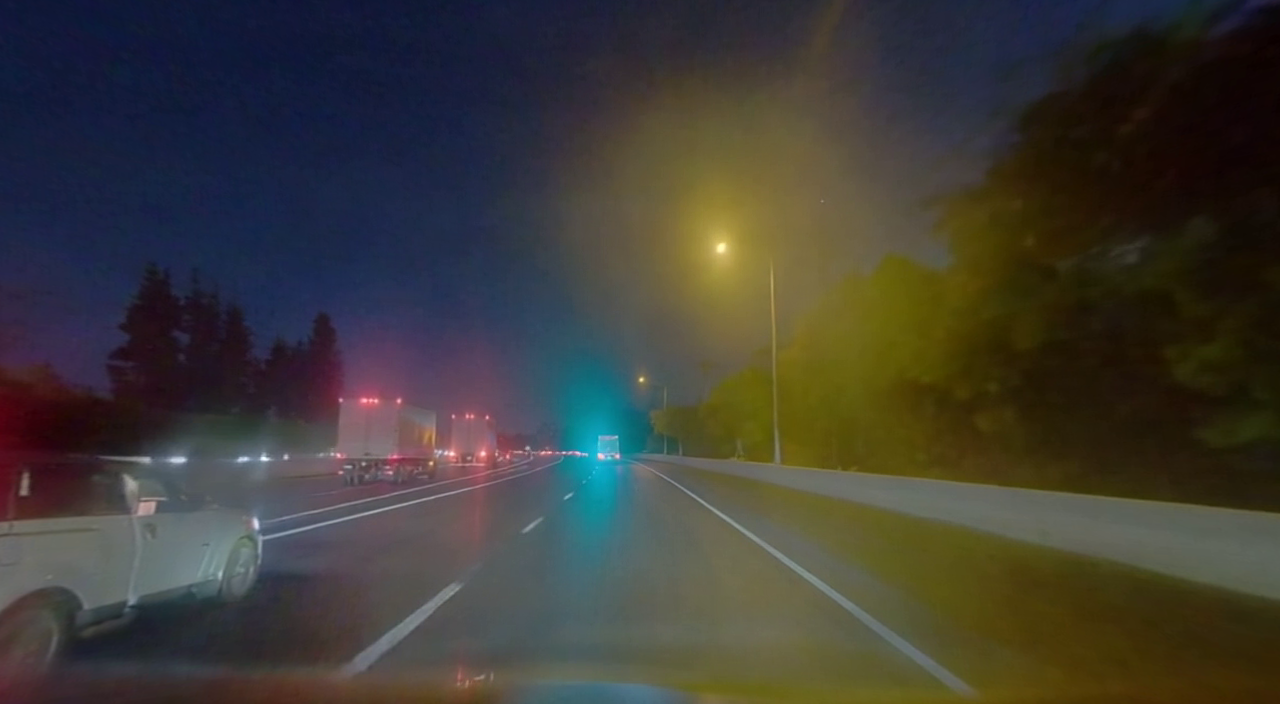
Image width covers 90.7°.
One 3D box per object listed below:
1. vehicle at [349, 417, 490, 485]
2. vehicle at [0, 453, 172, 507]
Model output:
[{"bbox_3d":[-10.557,5.042,32.662,3.270,2.674,14.547,0,-9,-5],"label":"vehicle"},{"bbox_3d":[-17.536,3.995,20.221,1.842,1.452,4.612,0,-8,-3],"label":"vehicle"}]
